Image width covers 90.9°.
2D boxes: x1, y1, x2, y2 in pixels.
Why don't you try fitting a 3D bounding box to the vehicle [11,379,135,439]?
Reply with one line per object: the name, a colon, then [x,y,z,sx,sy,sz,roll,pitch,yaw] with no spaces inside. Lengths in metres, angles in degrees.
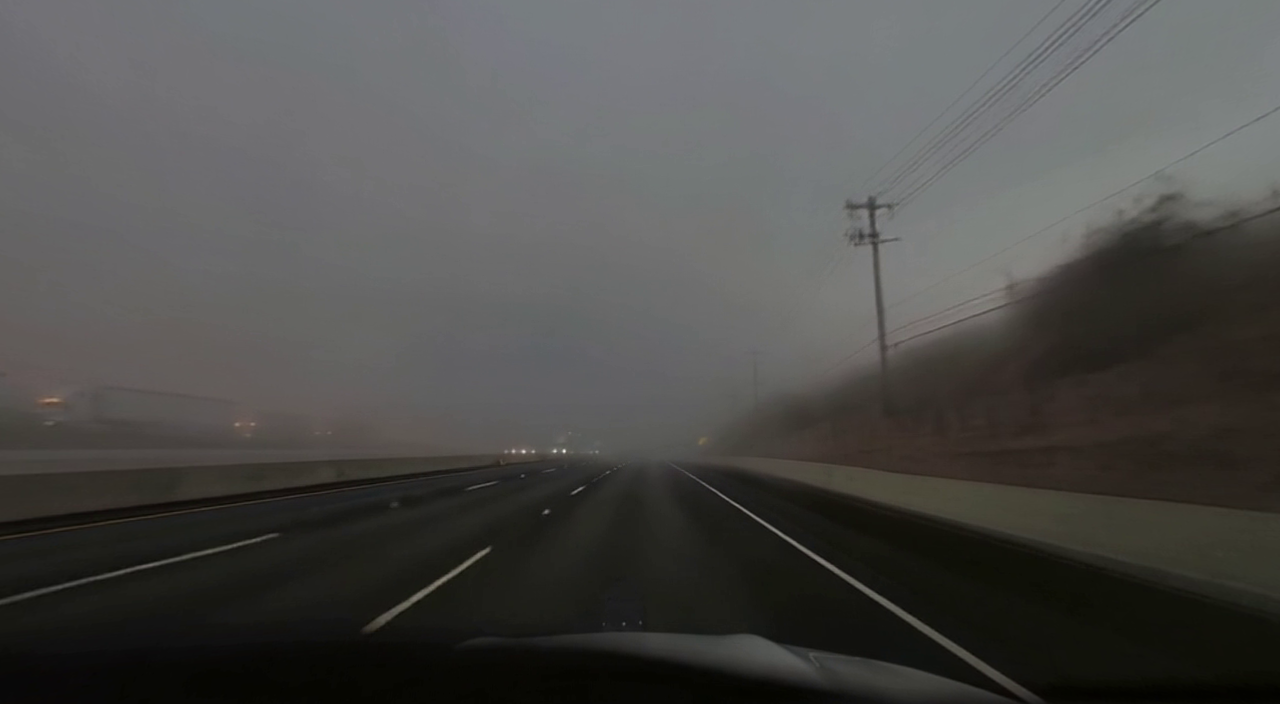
vehicle: [-41.978,4.367,46.974,2.956,4.052,6.119,-1,-9,6]
